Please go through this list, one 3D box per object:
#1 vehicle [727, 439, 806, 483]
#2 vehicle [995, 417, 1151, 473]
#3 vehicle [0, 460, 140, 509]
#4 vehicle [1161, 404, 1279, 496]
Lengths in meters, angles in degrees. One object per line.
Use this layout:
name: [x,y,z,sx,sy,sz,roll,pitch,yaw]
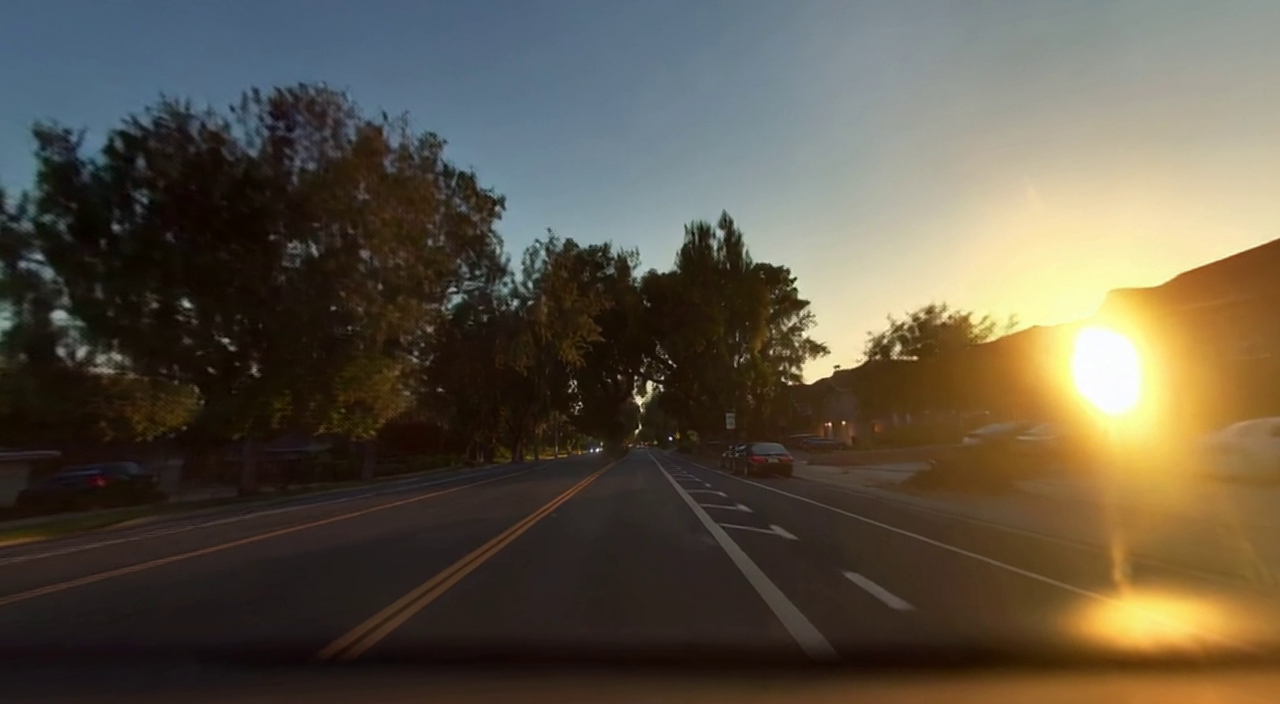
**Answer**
vehicle: [4.902,4.291,25.134,1.995,1.553,4.628,0,-9,-2]
vehicle: [14.599,3.098,21.351,4.268,1.508,1.861,-2,-6,-14]
vehicle: [-23.196,5.261,25.307,4.466,1.773,2.063,0,-8,-1]
vehicle: [13.363,1.870,12.259,4.710,1.612,1.999,0,-8,-2]
